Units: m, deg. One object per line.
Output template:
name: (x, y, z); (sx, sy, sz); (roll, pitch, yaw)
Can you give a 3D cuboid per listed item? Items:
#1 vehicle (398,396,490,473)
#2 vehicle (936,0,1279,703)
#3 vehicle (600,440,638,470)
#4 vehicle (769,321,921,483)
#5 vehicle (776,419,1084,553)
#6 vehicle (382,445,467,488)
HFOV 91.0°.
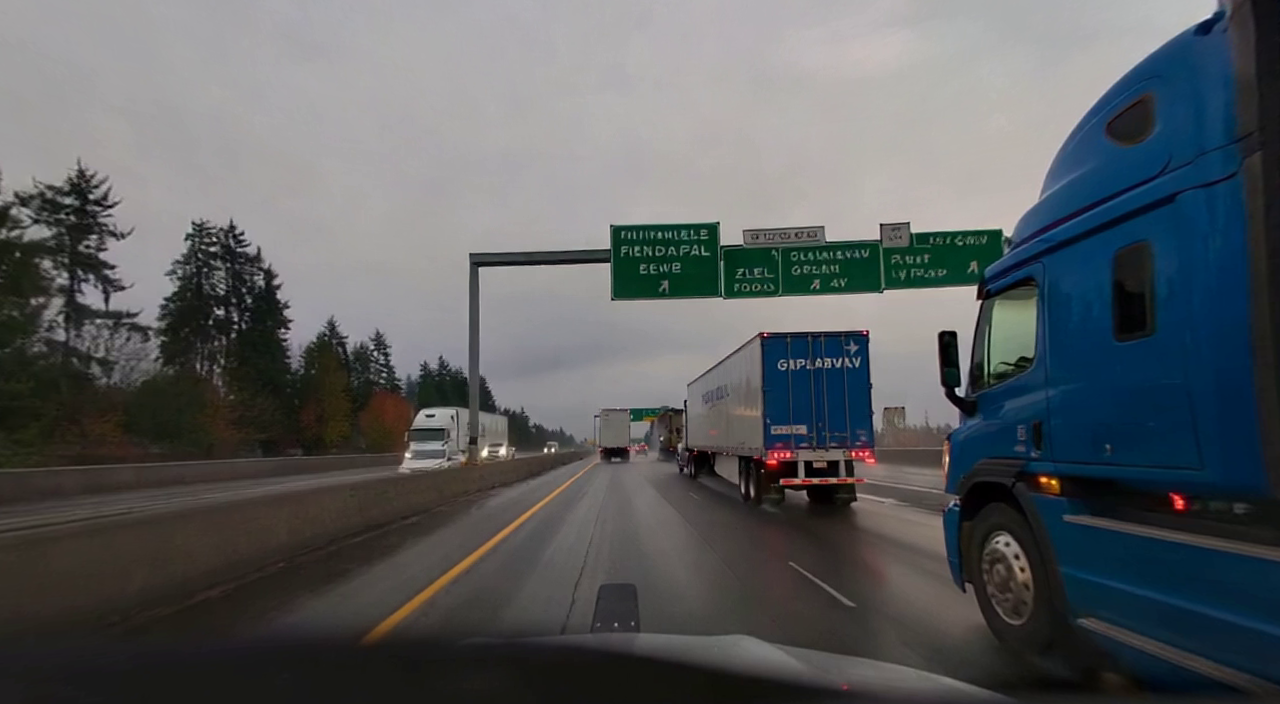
vehicle: (-13.497, 5.952, 44.837); (2.972, 4.669, 12.286); (0, -8, -2)
vehicle: (4.023, -0.177, 2.065); (2.951, 3.857, 5.902); (0, -8, -1)
vehicle: (-1.111, 5.532, 34.045); (1.943, 1.491, 3.459); (0, -8, -1)
vehicle: (4.079, 1.054, 12.943); (2.244, 3.047, 2.035); (0, -8, -2)
vehicle: (4.355, 1.827, 9.366); (4.253, 1.543, 2.045); (4, -9, -31)
vehicle: (-9.007, 4.800, 26.763); (2.045, 1.603, 4.731); (0, -8, -1)
